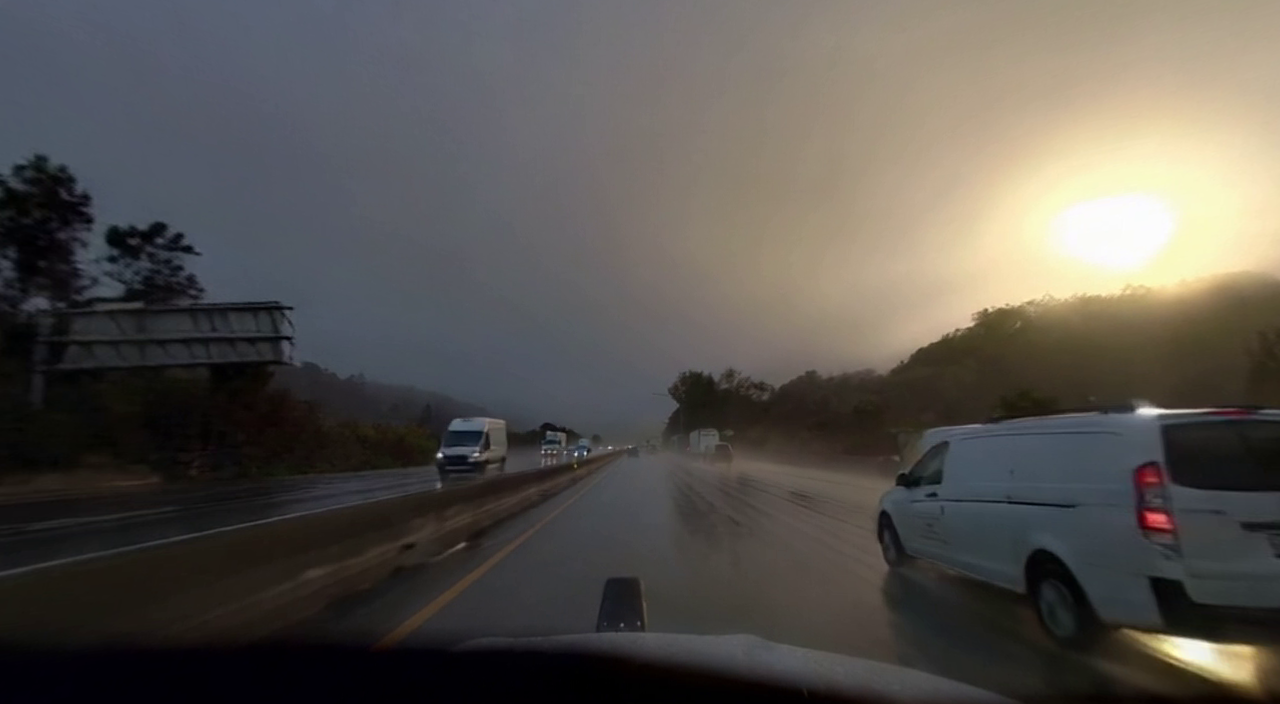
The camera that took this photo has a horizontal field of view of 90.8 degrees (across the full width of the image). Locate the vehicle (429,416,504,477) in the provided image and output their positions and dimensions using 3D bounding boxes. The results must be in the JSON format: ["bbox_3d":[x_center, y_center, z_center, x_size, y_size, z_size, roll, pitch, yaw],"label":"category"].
[{"bbox_3d":[-9.423,5.253,34.958,2.365,2.977,6.633,0,-9,-1],"label":"vehicle"}]

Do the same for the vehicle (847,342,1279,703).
[{"bbox_3d":[3.456,1.176,4.904,2.070,1.751,4.576,0,-9,0],"label":"vehicle"}]
